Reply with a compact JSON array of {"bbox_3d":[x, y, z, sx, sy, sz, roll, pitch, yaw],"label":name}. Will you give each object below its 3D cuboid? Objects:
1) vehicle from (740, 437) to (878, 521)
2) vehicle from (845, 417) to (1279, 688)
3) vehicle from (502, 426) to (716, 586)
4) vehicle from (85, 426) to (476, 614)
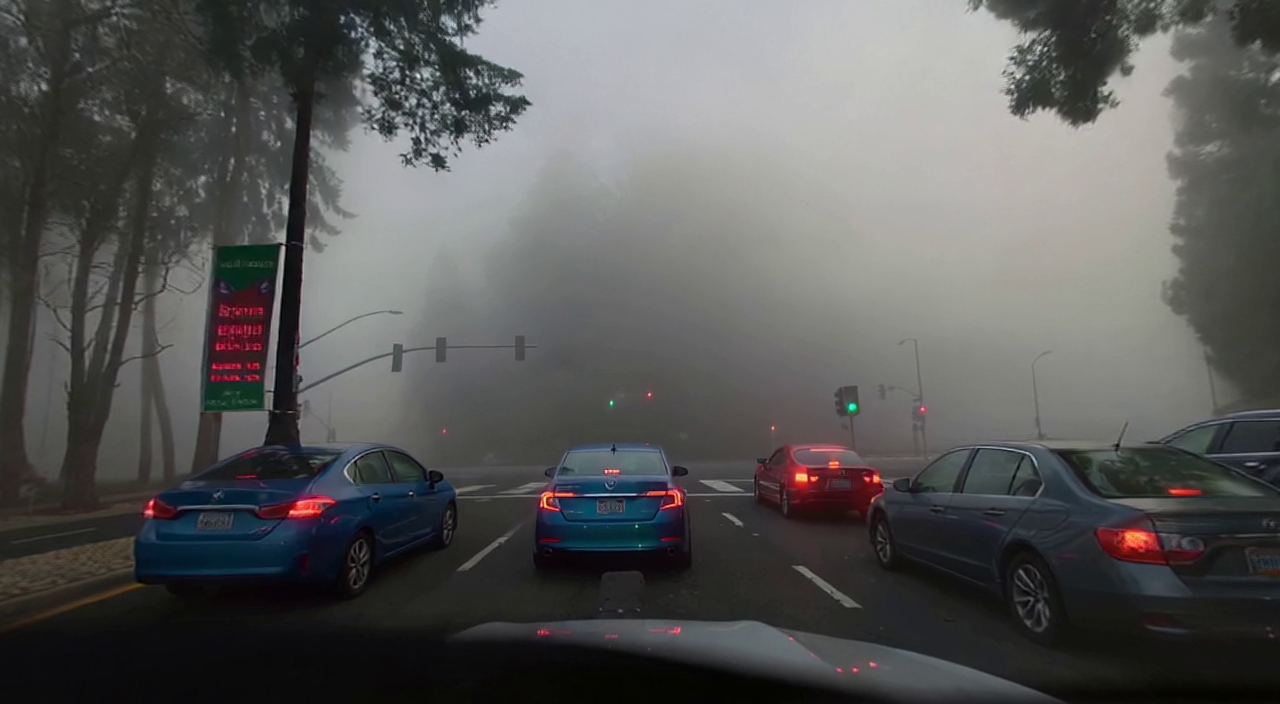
[{"bbox_3d":[3.396,2.612,13.497,1.852,1.498,3.825,0,-9,-1],"label":"vehicle"},{"bbox_3d":[3.596,1.438,5.762,1.953,1.471,4.470,0,-9,0],"label":"vehicle"},{"bbox_3d":[-0.315,1.724,7.819,1.994,1.479,3.647,0,-9,-1],"label":"vehicle"},{"bbox_3d":[-3.370,1.633,7.091,1.929,1.457,4.136,0,-9,0],"label":"vehicle"}]
